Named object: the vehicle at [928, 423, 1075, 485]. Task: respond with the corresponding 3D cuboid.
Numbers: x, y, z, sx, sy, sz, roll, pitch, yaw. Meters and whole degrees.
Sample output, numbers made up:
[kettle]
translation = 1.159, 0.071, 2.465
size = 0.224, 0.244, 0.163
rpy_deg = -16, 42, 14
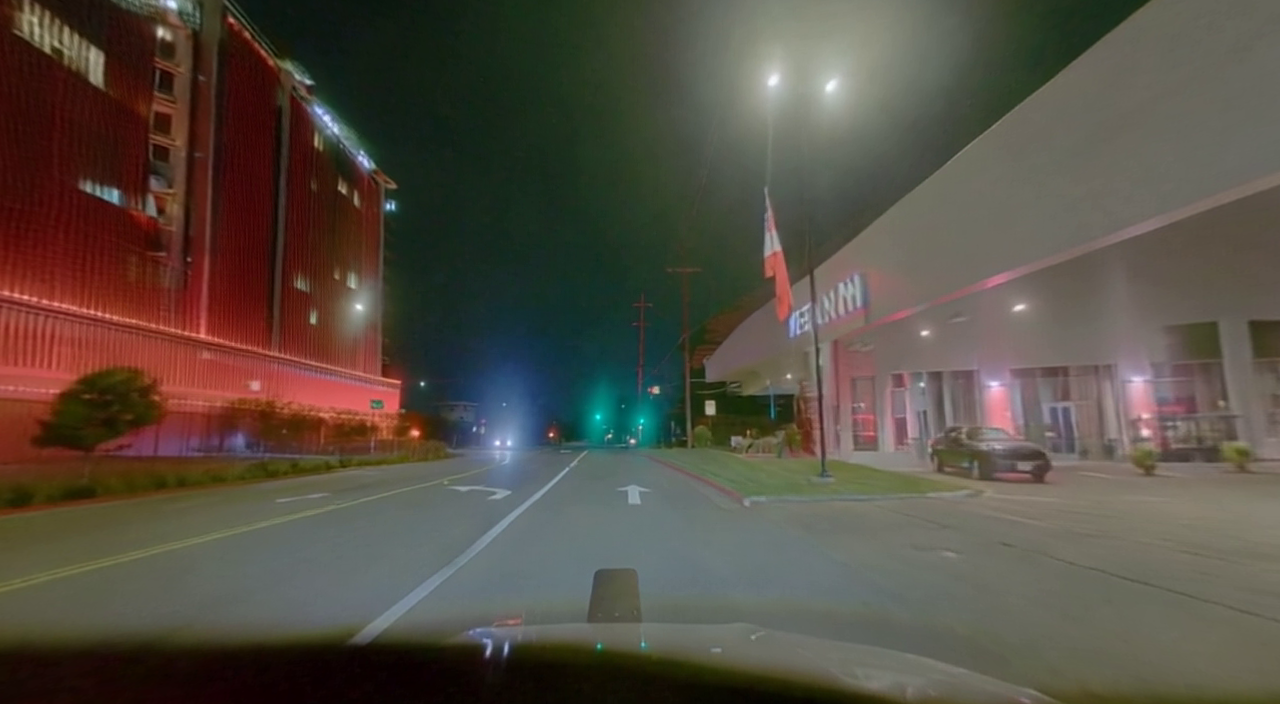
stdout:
[vehicle]
translation = 9.833, 2.773, 17.486
size = 1.769, 1.516, 3.520
rpy_deg = 1, -8, -4
